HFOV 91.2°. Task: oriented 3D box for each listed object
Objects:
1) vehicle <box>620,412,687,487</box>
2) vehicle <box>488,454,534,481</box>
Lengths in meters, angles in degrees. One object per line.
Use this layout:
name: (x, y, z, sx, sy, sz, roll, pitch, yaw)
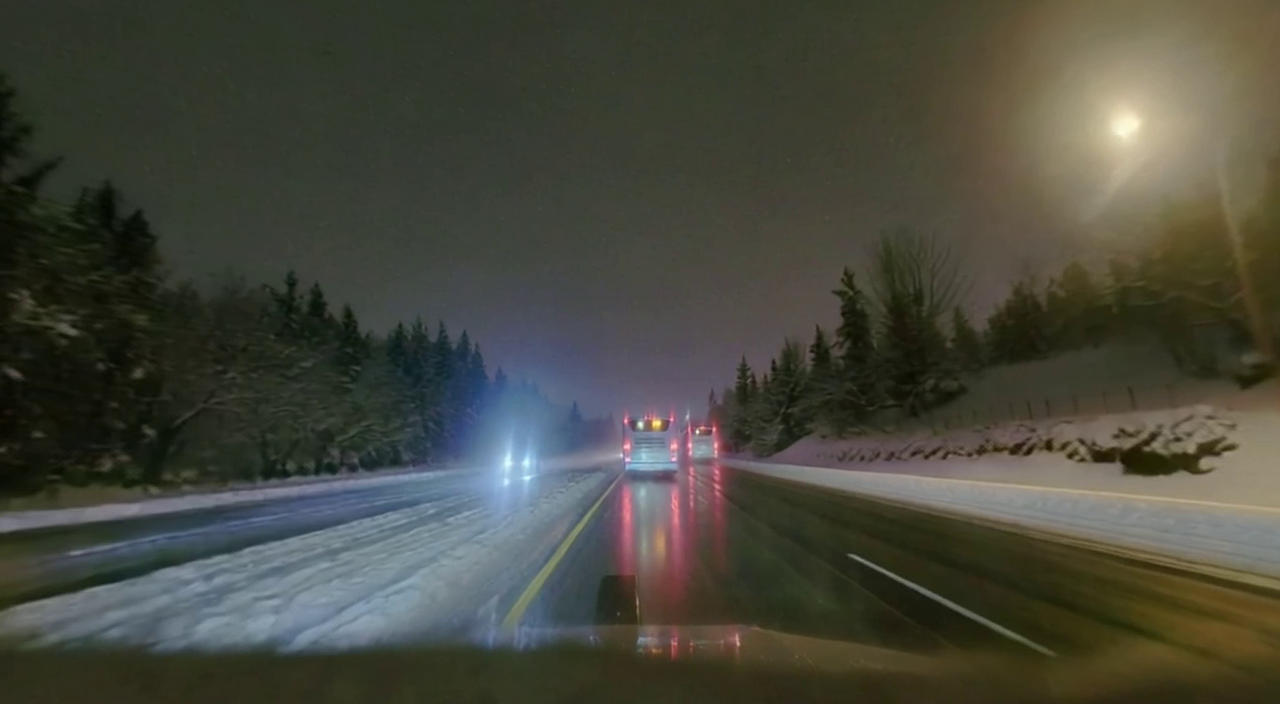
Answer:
vehicle: (0.406, 3.939, 25.361, 2.414, 2.675, 5.574, 0, -9, -2)
vehicle: (-7.941, 7.141, 38.880, 1.870, 1.500, 4.516, -1, -9, 1)
